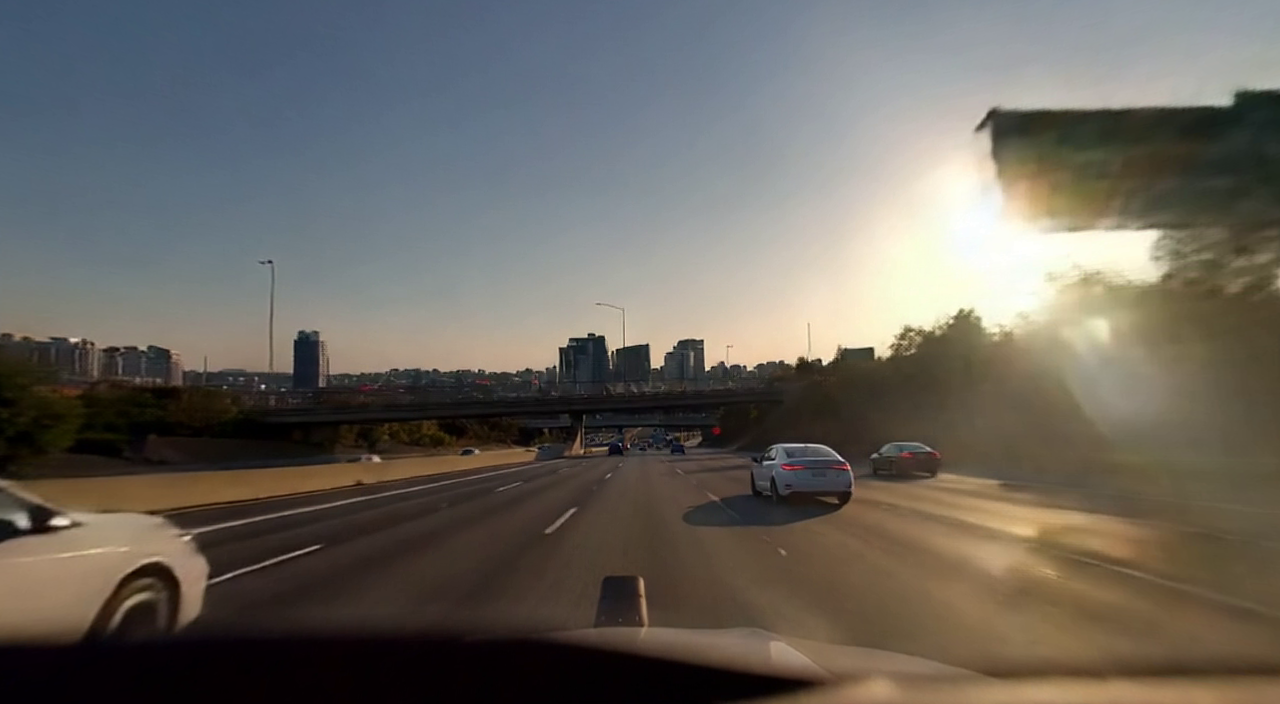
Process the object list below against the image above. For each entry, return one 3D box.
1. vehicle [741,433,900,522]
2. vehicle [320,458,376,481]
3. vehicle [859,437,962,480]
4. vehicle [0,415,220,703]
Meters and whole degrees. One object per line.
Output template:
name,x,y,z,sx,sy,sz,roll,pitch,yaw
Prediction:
vehicle,3.451,2.478,13.005,1.961,1.504,4.094,0,-9,-1
vehicle,-21.308,8.574,46.246,1.852,1.460,4.707,0,-9,0
vehicle,10.455,4.134,24.813,2.019,1.529,4.385,0,-9,-1
vehicle,-3.557,0.894,1.609,1.975,1.536,4.295,0,-9,0
